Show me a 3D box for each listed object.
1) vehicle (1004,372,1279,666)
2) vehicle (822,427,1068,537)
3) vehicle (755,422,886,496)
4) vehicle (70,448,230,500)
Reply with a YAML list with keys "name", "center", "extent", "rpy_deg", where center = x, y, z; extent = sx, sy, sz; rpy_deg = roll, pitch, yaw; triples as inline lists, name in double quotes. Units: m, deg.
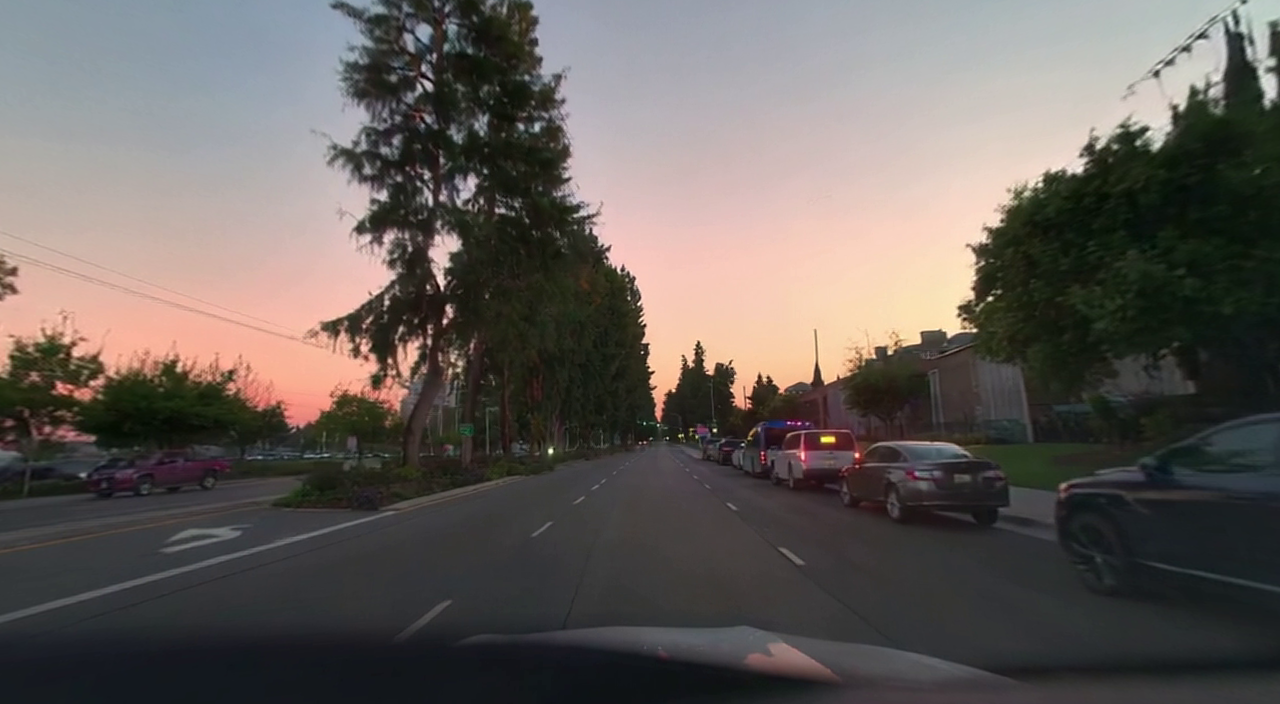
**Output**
- name: "vehicle"
  center: [4.681, 0.932, 3.485]
  extent: [2.051, 1.663, 5.441]
  rpy_deg: [0, -8, -1]
- name: "vehicle"
  center: [4.765, 2.080, 10.801]
  extent: [1.973, 1.465, 4.440]
  rpy_deg: [0, -8, 0]
- name: "vehicle"
  center: [4.774, 2.920, 17.584]
  extent: [2.304, 1.760, 4.630]
  rpy_deg: [0, -8, 1]
- name: "vehicle"
  center: [-19.026, 4.719, 24.936]
  extent: [2.166, 1.804, 4.897]
  rpy_deg: [-1, -8, 3]
